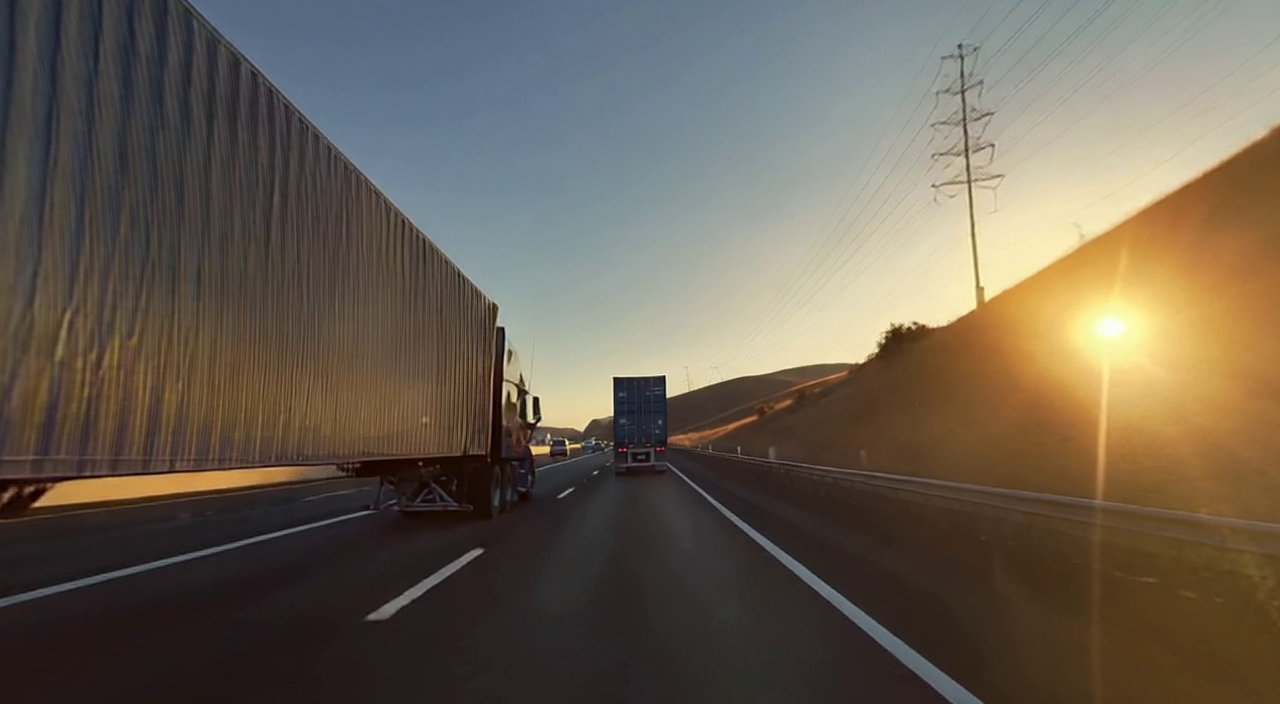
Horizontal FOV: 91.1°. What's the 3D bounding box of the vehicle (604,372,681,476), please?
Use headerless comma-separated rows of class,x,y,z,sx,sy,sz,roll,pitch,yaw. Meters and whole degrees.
vehicle,0.009,3.664,30.653,3.006,4.120,11.586,0,-8,-1

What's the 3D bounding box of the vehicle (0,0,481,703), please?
vehicle,-4.135,-0.310,2.760,3.065,4.105,13.706,0,-8,1
